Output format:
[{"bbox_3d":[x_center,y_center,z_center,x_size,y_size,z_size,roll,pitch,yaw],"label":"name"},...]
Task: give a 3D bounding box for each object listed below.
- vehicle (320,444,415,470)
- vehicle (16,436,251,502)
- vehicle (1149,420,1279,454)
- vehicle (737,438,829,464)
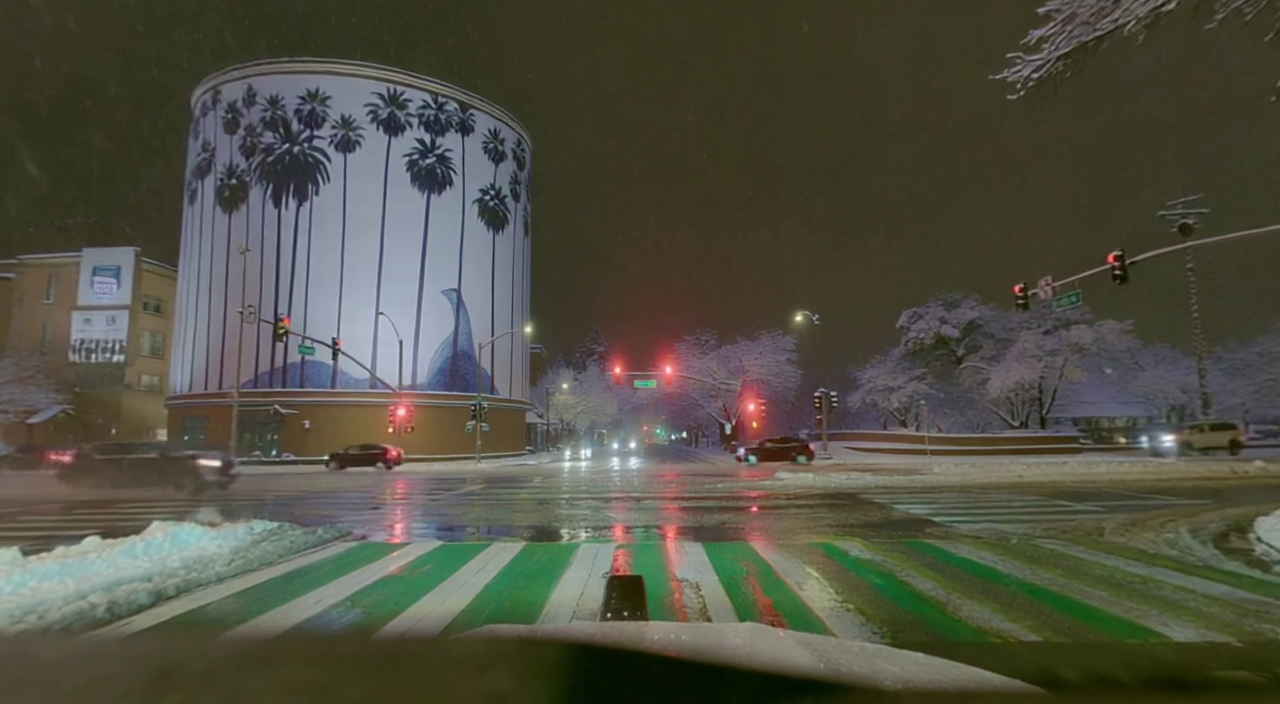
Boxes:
[{"bbox_3d":[-16.063,6.216,37.362,4.784,1.465,1.798,0,-8,0],"label":"vehicle"},{"bbox_3d":[-13.822,3.192,17.398,4.875,1.669,1.953,-1,-8,3],"label":"vehicle"},{"bbox_3d":[33.447,4.983,36.787,5.477,1.880,2.125,0,-8,1],"label":"vehicle"},{"bbox_3d":[8.285,5.753,36.763,4.893,1.458,1.791,0,-8,0],"label":"vehicle"}]
